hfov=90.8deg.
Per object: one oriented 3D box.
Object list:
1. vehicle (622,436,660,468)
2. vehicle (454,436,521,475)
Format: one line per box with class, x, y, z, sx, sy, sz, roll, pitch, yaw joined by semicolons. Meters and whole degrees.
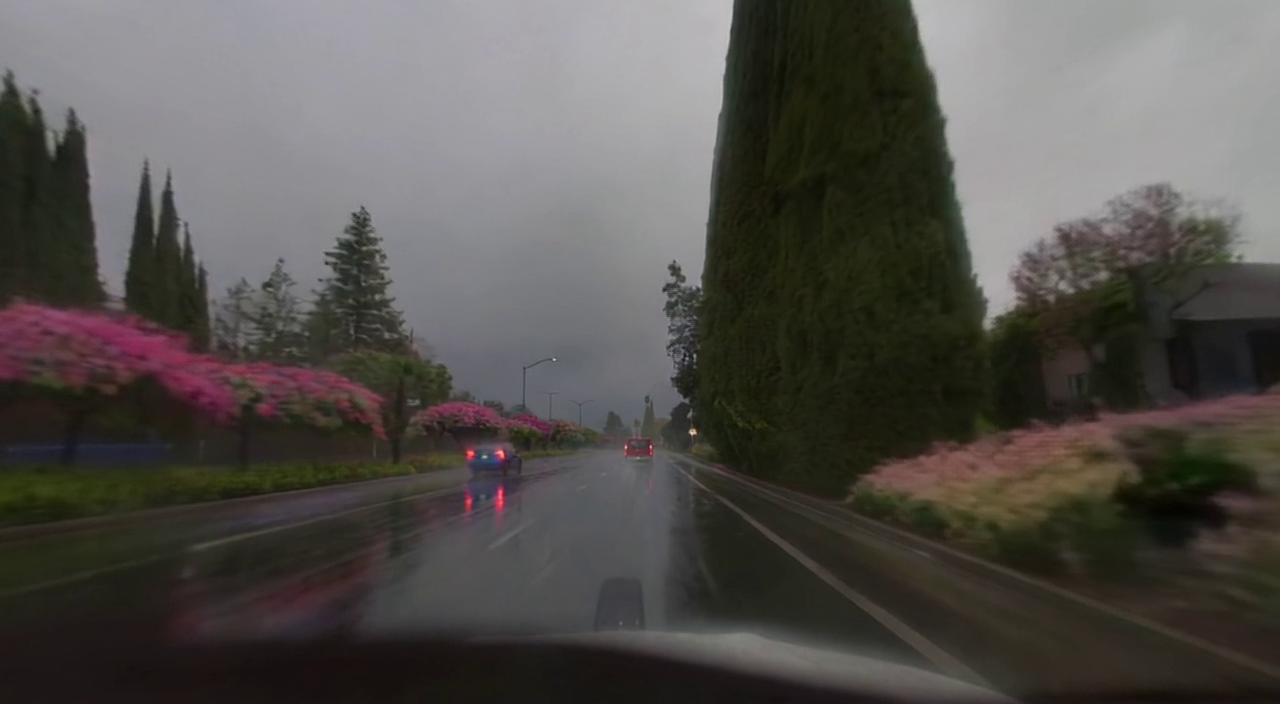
vehicle;0.053;5.803;36.817;2.070;1.764;4.552;0;-8;1
vehicle;-7.051;4.841;29.745;1.993;1.657;4.487;0;-8;1
